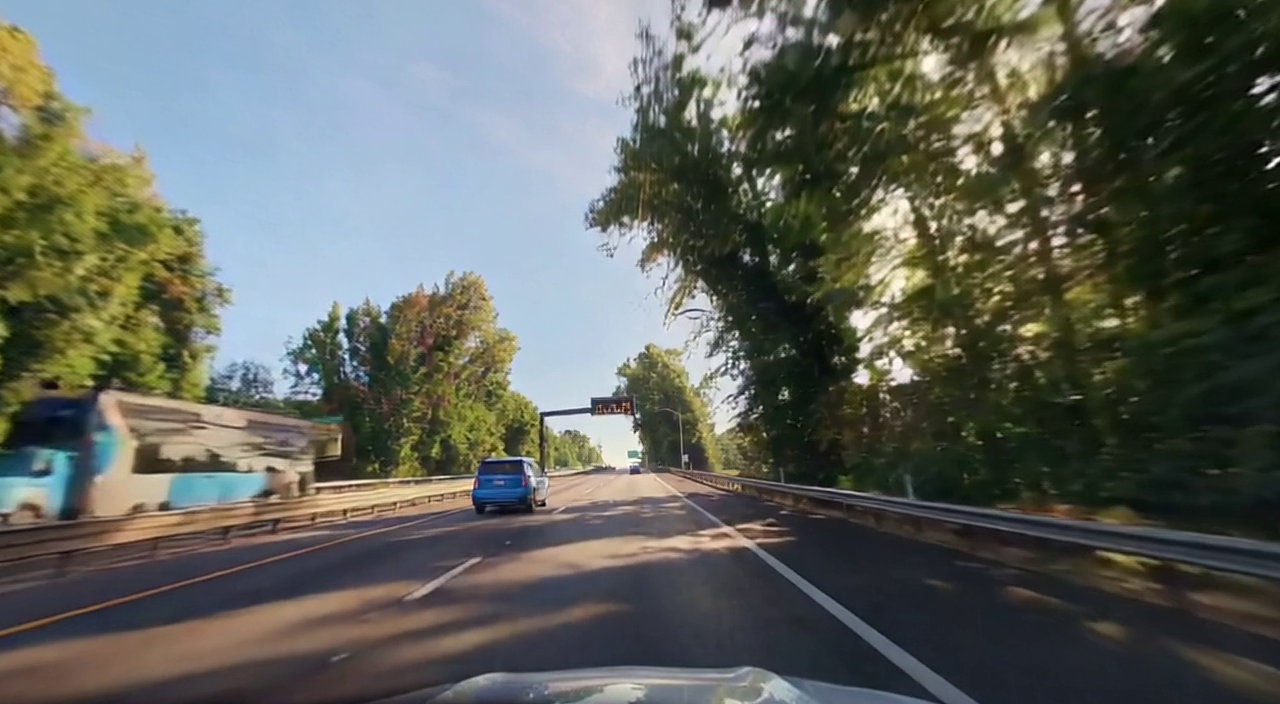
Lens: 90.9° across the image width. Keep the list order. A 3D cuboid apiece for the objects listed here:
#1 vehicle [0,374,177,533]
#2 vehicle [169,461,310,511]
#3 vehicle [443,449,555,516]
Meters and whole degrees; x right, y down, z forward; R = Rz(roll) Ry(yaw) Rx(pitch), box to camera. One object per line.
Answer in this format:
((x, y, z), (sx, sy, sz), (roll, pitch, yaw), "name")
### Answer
((-17.580, 3.044, 18.676), (2.973, 3.982, 5.879), (1, -10, -1), "vehicle")
((-13.500, 4.532, 21.651), (1.863, 1.508, 4.498), (1, -10, 0), "vehicle")
((-3.684, 3.534, 17.361), (2.081, 1.586, 4.245), (0, -10, 0), "vehicle")
